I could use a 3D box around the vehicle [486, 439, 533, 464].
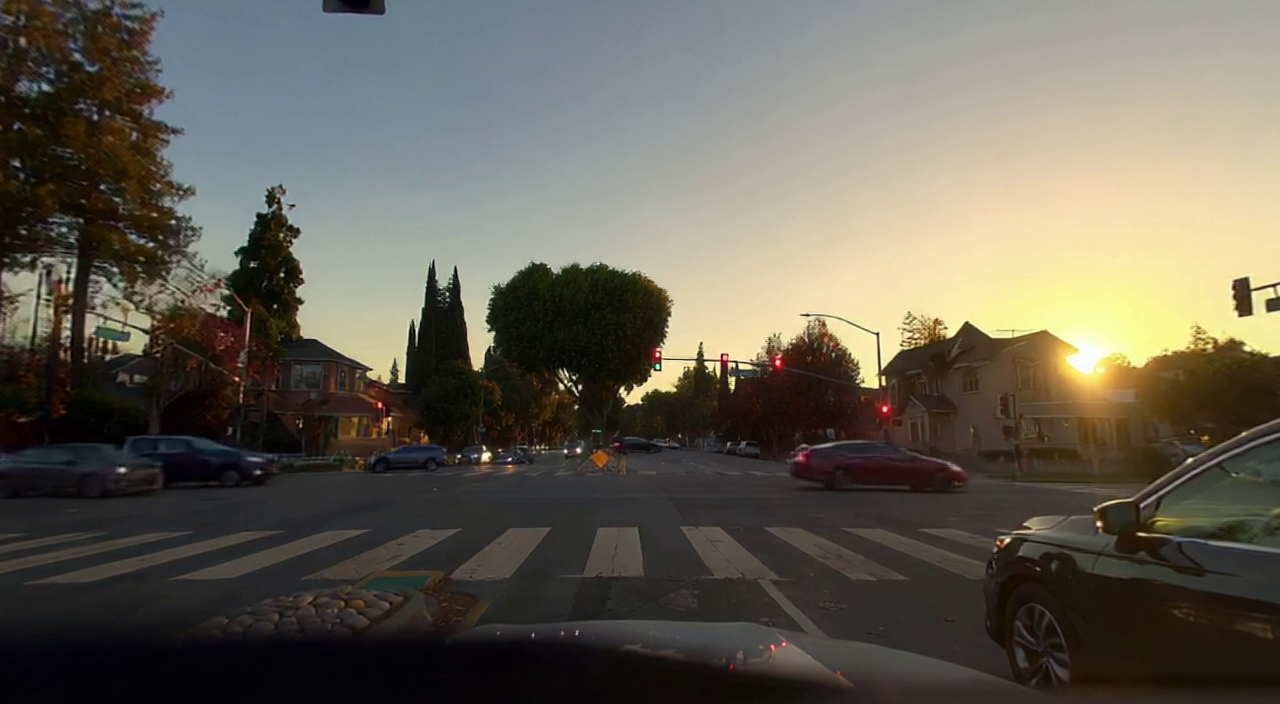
[{"bbox_3d":[-8.933,6.864,43.673,2.028,1.654,5.027,0,-9,1],"label":"vehicle"}]

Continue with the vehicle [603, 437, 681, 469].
[{"bbox_3d":[0.204,5.506,34.560,2.130,1.633,4.532,-5,-10,32],"label":"vehicle"}]

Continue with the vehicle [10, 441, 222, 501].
[{"bbox_3d":[-13.710,3.106,16.735,3.894,1.487,1.863,0,-8,-1],"label":"vehicle"}]

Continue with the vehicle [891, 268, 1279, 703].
[{"bbox_3d":[2.718,0.705,1.731,2.085,1.800,4.908,0,-9,1],"label":"vehicle"}]

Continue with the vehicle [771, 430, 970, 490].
[{"bbox_3d":[7.057,3.366,19.792,5.403,1.759,2.040,0,-8,0],"label":"vehicle"}]

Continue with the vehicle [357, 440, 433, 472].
[{"bbox_3d":[-14.670,6.266,38.175,2.065,1.775,4.667,-2,-9,10],"label":"vehicle"}]
